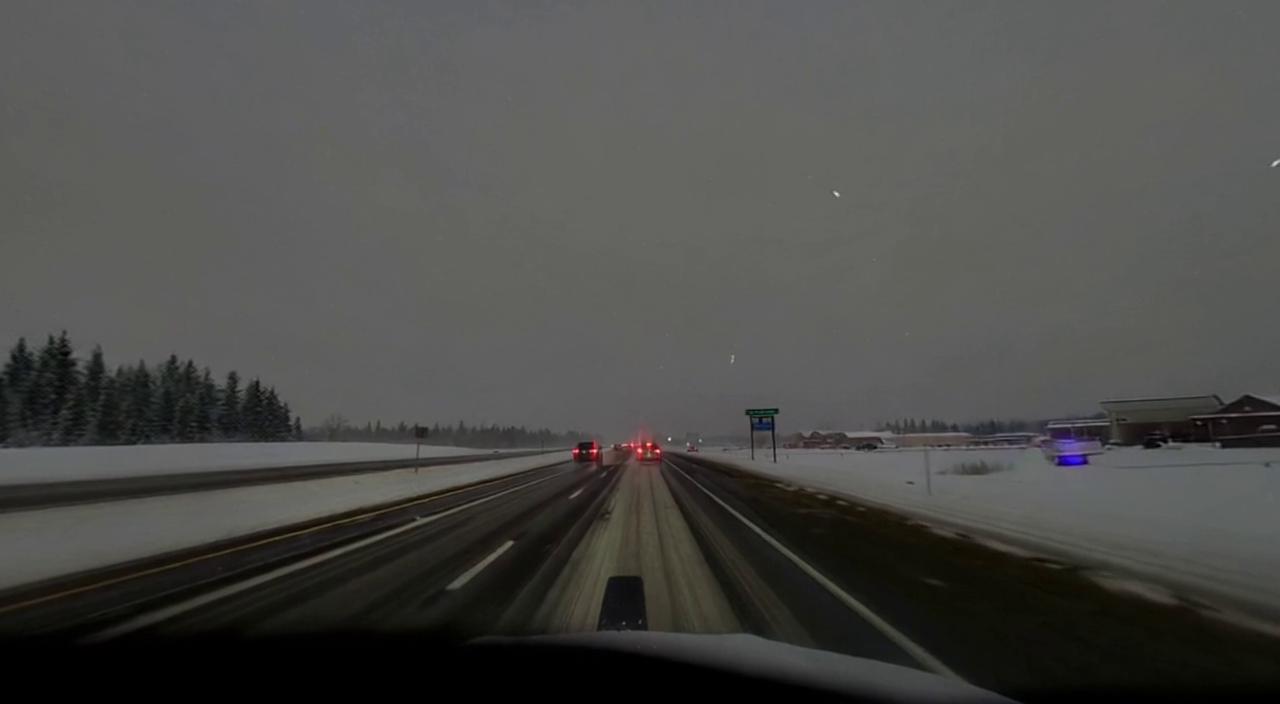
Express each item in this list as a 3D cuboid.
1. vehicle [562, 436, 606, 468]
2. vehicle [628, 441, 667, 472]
[{"bbox_3d":[-3.691,6.707,42.553,2.403,1.946,5.623,-1,-8,1],"label":"vehicle"},{"bbox_3d":[0.387,5.662,34.444,2.000,1.558,3.945,0,-8,0],"label":"vehicle"}]
